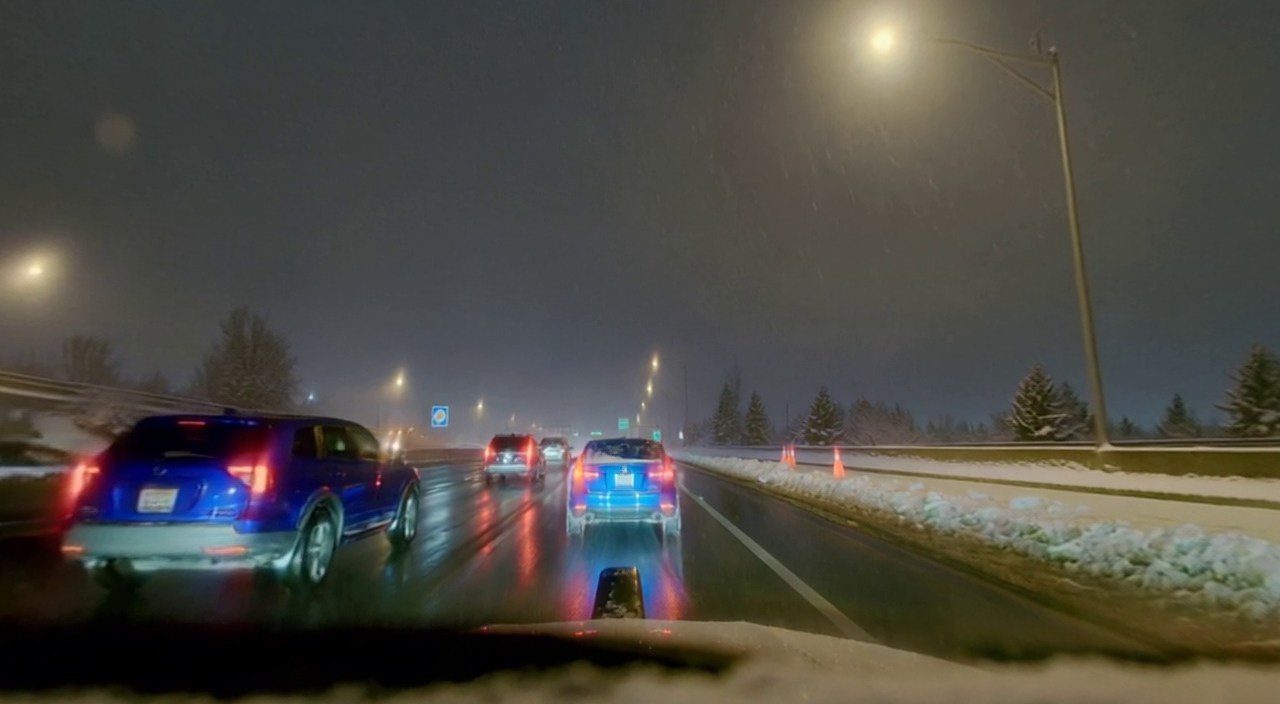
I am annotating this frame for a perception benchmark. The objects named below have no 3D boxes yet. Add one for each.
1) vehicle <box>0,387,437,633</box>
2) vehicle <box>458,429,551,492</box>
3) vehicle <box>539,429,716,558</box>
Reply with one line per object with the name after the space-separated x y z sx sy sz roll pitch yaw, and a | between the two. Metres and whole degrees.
-3.757 1.406 6.528 2.025 1.708 4.089 0 -9 -1 | vehicle
-4.035 3.298 19.473 1.982 1.727 4.057 0 -9 0 | vehicle
-0.208 1.949 9.420 2.069 1.484 3.982 0 -9 -2 | vehicle
